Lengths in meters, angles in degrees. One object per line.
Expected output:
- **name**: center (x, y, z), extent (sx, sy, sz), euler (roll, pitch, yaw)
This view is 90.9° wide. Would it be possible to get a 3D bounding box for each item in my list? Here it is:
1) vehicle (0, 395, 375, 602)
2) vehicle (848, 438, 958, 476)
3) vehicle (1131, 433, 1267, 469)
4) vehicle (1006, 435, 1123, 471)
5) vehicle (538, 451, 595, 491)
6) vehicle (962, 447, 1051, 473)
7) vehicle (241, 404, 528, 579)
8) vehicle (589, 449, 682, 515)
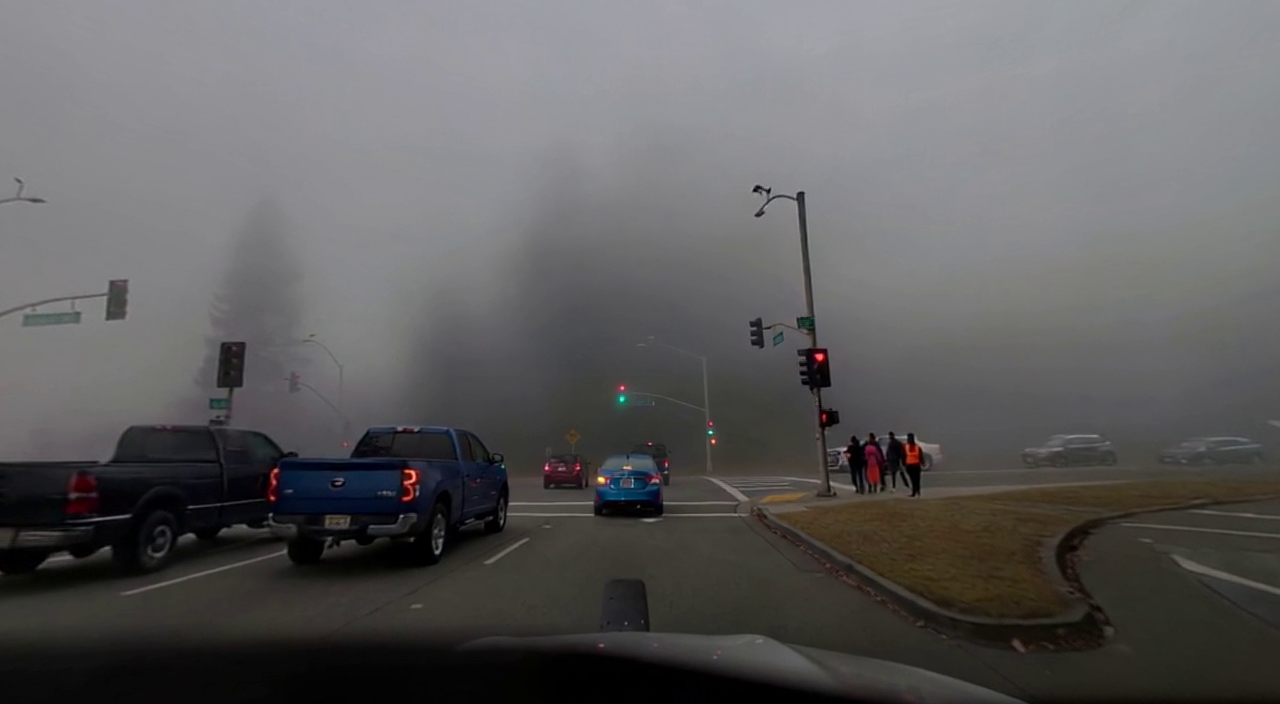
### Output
- **vehicle**: center (-6.480, 1.899, 9.240), extent (2.544, 2.018, 5.893), euler (0, -9, 1)
- **vehicle**: center (12.462, 5.018, 30.090), extent (4.394, 1.724, 1.886), euler (0, -9, 1)
- **vehicle**: center (29.205, 5.193, 33.066), extent (4.967, 1.794, 2.044), euler (-1, -9, 3)
- **vehicle**: center (22.201, 5.320, 33.101), extent (4.529, 1.786, 2.110), euler (-1, -9, 2)
- **vehicle**: center (-3.263, 5.410, 29.045), extent (2.003, 1.655, 4.878), euler (0, -9, 0)
- **vehicle**: center (21.406, 6.287, 36.909), extent (3.983, 1.443, 1.831), euler (0, -9, 1)
- **vehicle**: center (-3.330, 1.954, 9.675), extent (2.202, 1.961, 4.980), euler (0, -9, 1)
- **vehicle**: center (-0.062, 3.346, 16.797), extent (2.144, 1.497, 4.446), euler (0, -9, 1)
